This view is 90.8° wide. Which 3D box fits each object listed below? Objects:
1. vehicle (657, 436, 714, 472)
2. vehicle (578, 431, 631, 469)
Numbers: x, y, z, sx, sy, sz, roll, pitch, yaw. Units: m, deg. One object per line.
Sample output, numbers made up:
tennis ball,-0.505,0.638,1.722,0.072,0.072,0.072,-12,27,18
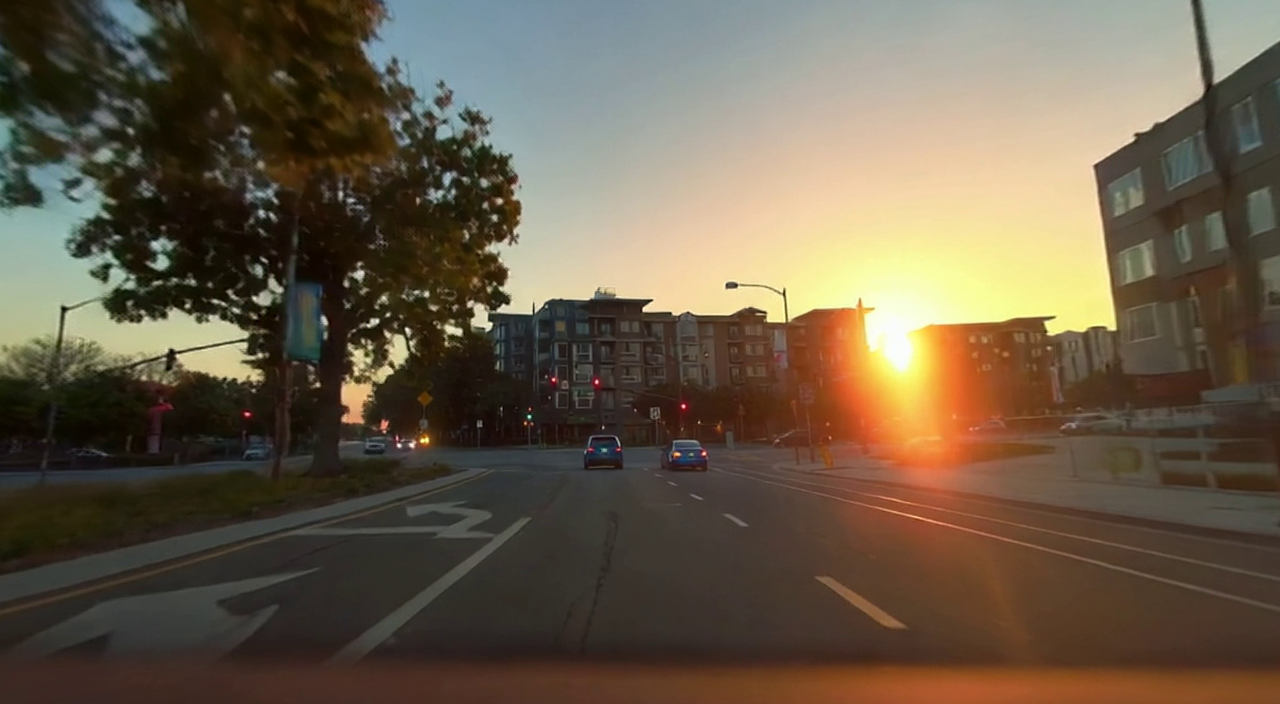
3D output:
vehicle,1.957,4.609,28.698,1.918,1.479,4.468,0,-9,-4
vehicle,-1.790,4.735,30.583,2.317,1.713,4.231,1,-9,-6
